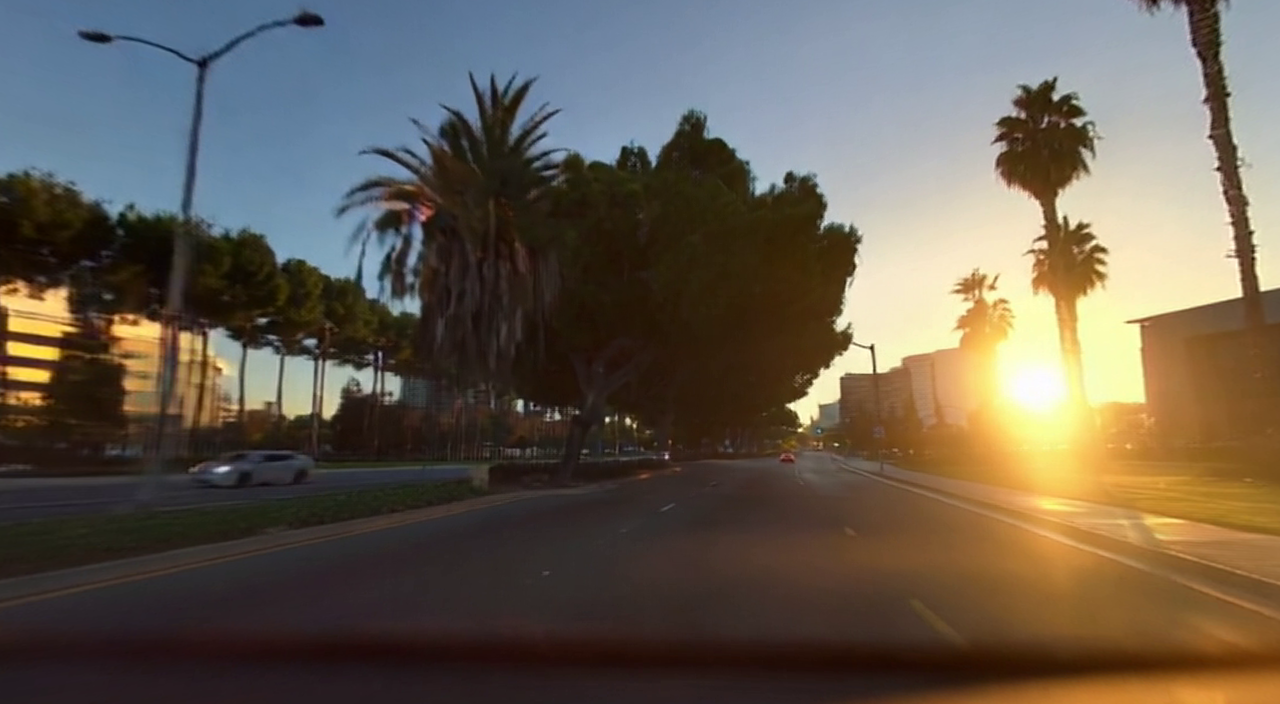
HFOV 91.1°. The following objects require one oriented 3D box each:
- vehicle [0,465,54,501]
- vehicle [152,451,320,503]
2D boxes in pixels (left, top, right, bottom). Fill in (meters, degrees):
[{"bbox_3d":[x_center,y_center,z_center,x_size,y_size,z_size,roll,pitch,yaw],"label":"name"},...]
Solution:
[{"bbox_3d":[-32.963,6.759,32.625,4.433,1.642,1.894,-4,-10,23],"label":"vehicle"},{"bbox_3d":[-13.556,4.170,21.501,1.915,1.490,4.763,-2,-9,13],"label":"vehicle"}]
